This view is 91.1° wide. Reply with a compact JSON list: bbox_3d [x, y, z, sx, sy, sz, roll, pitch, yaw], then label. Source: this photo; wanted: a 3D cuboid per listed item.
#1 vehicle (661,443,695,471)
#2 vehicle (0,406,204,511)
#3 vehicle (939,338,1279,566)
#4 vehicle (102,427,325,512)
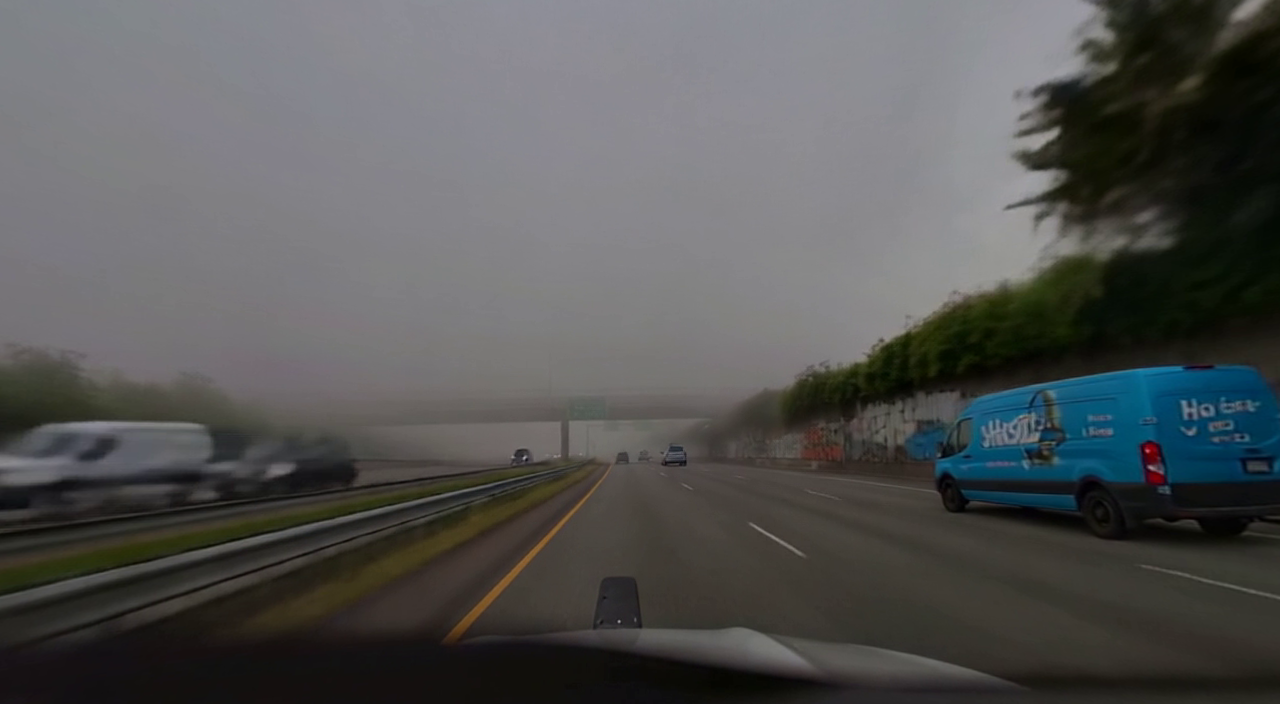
[{"bbox_3d":[2.714,7.731,46.433,2.007,1.943,5.010,0,-9,-2],"label":"vehicle"},{"bbox_3d":[-15.198,2.826,16.977,2.397,2.304,6.142,0,-9,0],"label":"vehicle"},{"bbox_3d":[7.481,1.570,10.194,2.283,2.631,5.719,0,-9,-1],"label":"vehicle"},{"bbox_3d":[-9.900,2.764,15.223,2.064,1.700,4.696,0,-9,0],"label":"vehicle"}]
